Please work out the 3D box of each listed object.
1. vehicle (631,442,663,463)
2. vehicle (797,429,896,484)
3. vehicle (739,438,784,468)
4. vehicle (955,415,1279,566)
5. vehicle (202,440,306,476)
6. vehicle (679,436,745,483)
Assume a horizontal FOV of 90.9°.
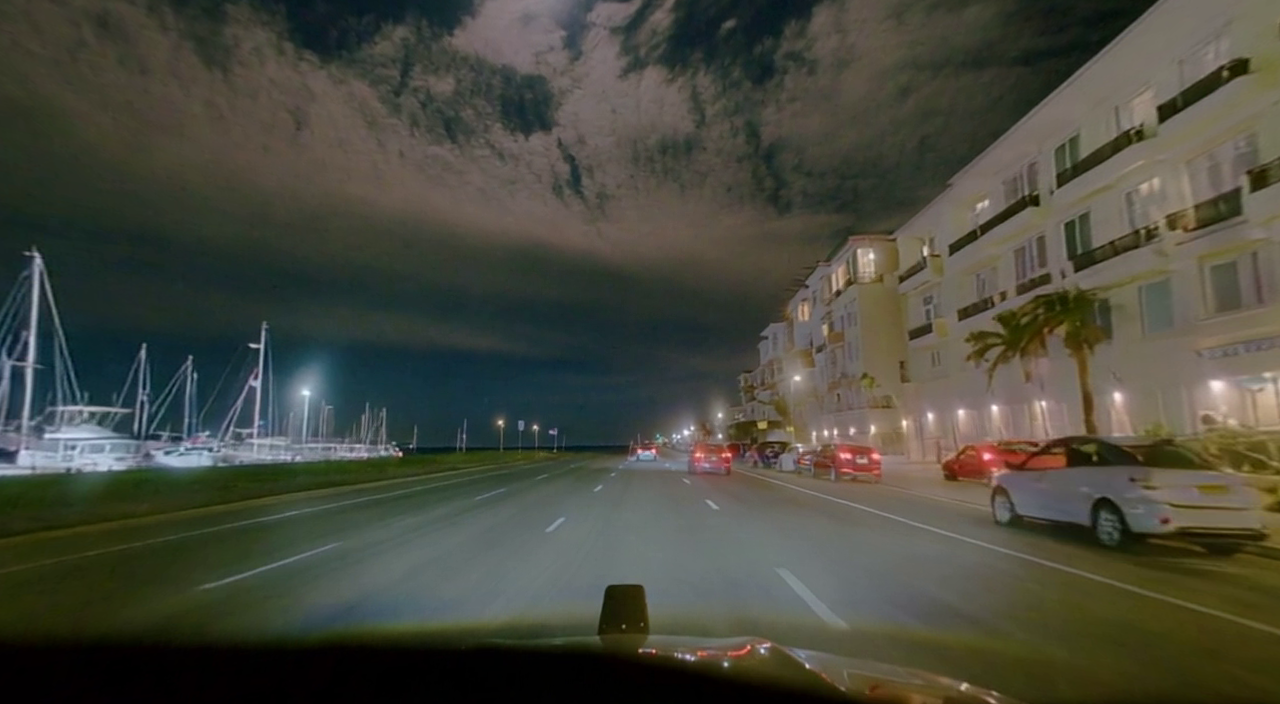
[{"bbox_3d":[0.520,7.598,47.618,2.284,1.496,3.949,-1,-9,1],"label":"vehicle"},{"bbox_3d":[7.937,4.090,24.861,2.056,1.896,5.062,0,-9,-1],"label":"vehicle"},{"bbox_3d":[7.969,6.667,41.729,1.969,1.852,4.514,0,-9,-1],"label":"vehicle"},{"bbox_3d":[7.206,1.997,9.902,2.029,1.750,4.825,0,-9,1],"label":"vehicle"},{"bbox_3d":[-18.020,4.972,29.733,1.840,1.522,4.695,-1,-9,1],"label":"vehicle"},{"bbox_3d":[2.681,4.127,24.460,2.047,1.640,4.051,0,-9,0],"label":"vehicle"}]
